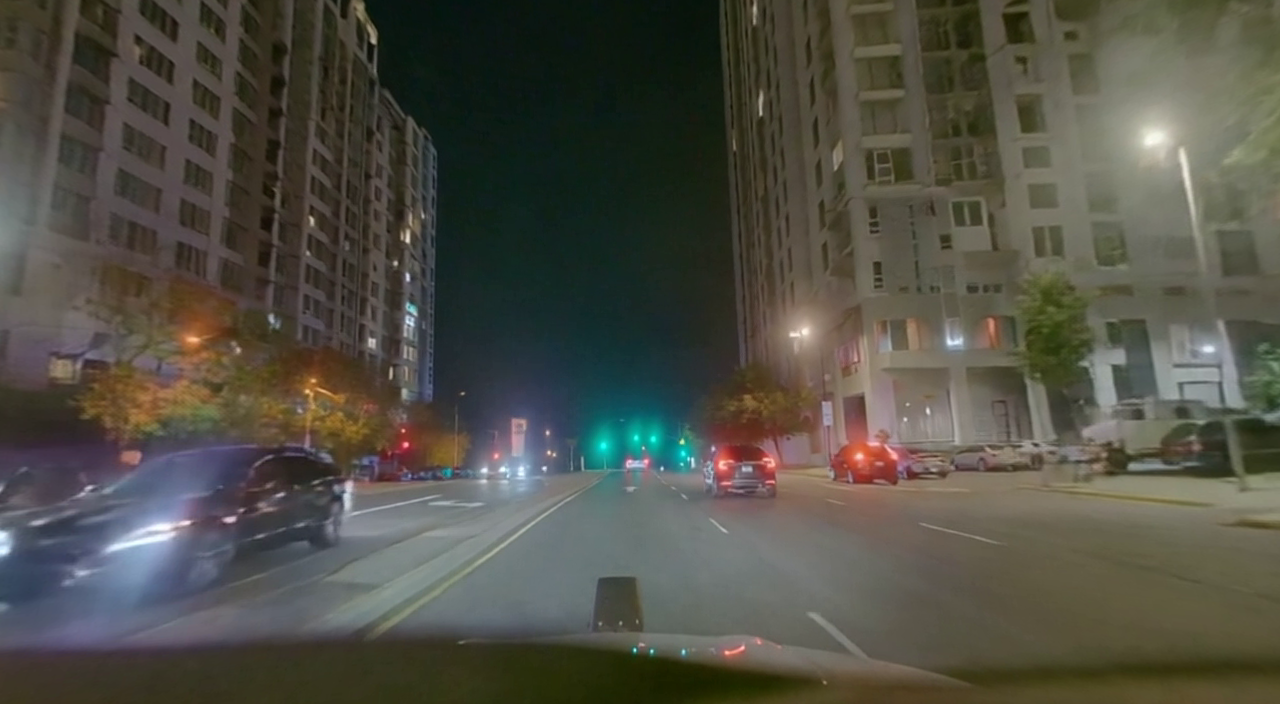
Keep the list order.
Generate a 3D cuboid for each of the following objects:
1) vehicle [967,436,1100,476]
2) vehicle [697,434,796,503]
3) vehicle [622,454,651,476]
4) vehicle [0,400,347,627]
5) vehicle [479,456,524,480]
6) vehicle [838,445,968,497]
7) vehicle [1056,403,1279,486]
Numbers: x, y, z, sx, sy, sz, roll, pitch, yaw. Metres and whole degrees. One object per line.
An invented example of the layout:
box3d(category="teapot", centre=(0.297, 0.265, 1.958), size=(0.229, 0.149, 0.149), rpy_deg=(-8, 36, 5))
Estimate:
box3d(category="vehicle", centre=(16.924, 4.469, 27.308), size=(4.612, 1.632, 1.858), rpy_deg=(1, -8, -6))
box3d(category="vehicle", centre=(3.108, 3.536, 19.640), size=(2.129, 1.844, 4.767), rpy_deg=(0, -8, -1))
box3d(category="vehicle", centre=(-0.292, 8.492, 47.785), size=(2.059, 1.492, 4.033), rpy_deg=(0, -8, -2))
box3d(category="vehicle", centre=(-5.500, 1.662, 7.503), size=(2.080, 1.857, 4.456), rpy_deg=(0, -8, -3))
box3d(category="vehicle", centre=(-9.286, 7.780, 42.567), size=(1.905, 1.451, 4.425), rpy_deg=(-1, -8, 2))
box3d(category="vehicle", centre=(8.639, 3.921, 21.361), size=(1.940, 1.512, 5.129), rpy_deg=(0, -8, -3))
box3d(category="vehicle", centre=(16.384, 2.935, 19.819), size=(2.519, 2.191, 5.821), rpy_deg=(0, -9, -2))
